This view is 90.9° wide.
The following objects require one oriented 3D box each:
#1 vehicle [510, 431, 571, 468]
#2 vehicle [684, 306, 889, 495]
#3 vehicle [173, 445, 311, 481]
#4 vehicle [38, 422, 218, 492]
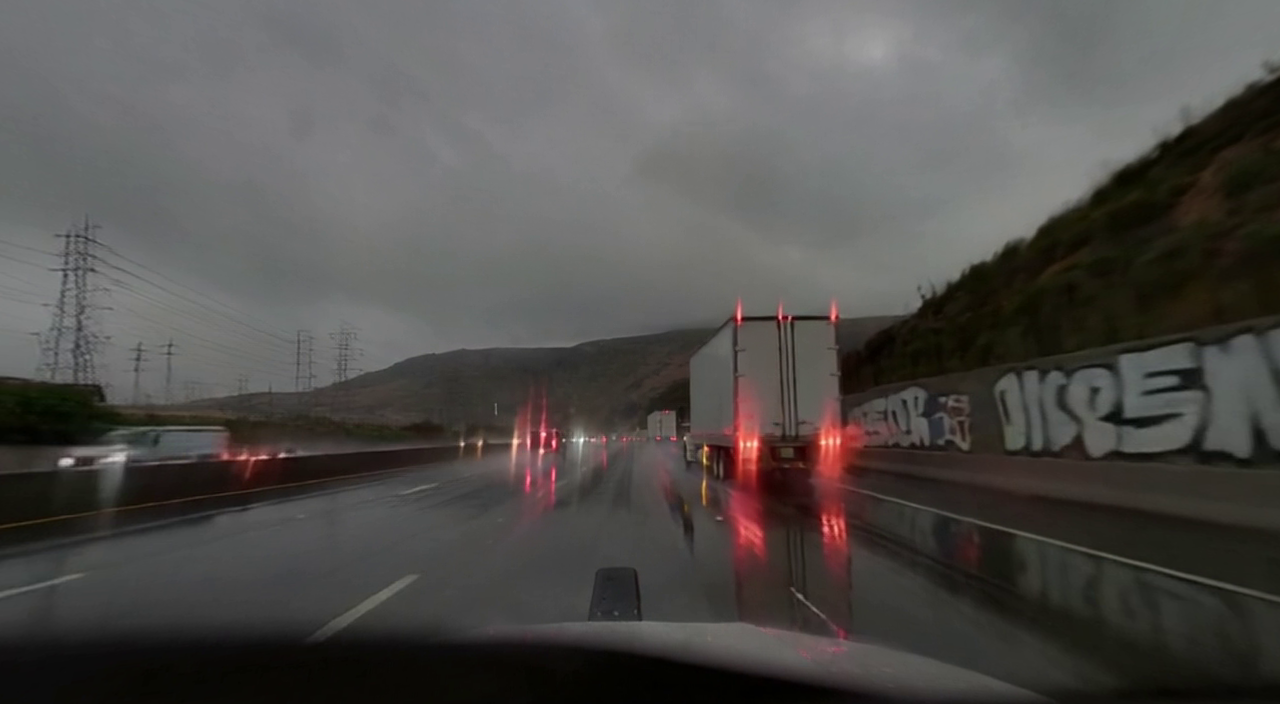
[{"bbox_3d":[-4.290,4.267,27.882,1.965,1.486,4.448,0,-8,0],"label":"vehicle"},{"bbox_3d":[3.347,1.690,18.372,3.060,3.842,11.095,0,-8,-1],"label":"vehicle"},{"bbox_3d":[-19.859,5.550,32.057,2.452,1.504,7.142,0,-8,-1],"label":"vehicle"},{"bbox_3d":[-19.691,4.041,24.755,2.276,2.402,5.767,0,-8,-1],"label":"vehicle"}]
